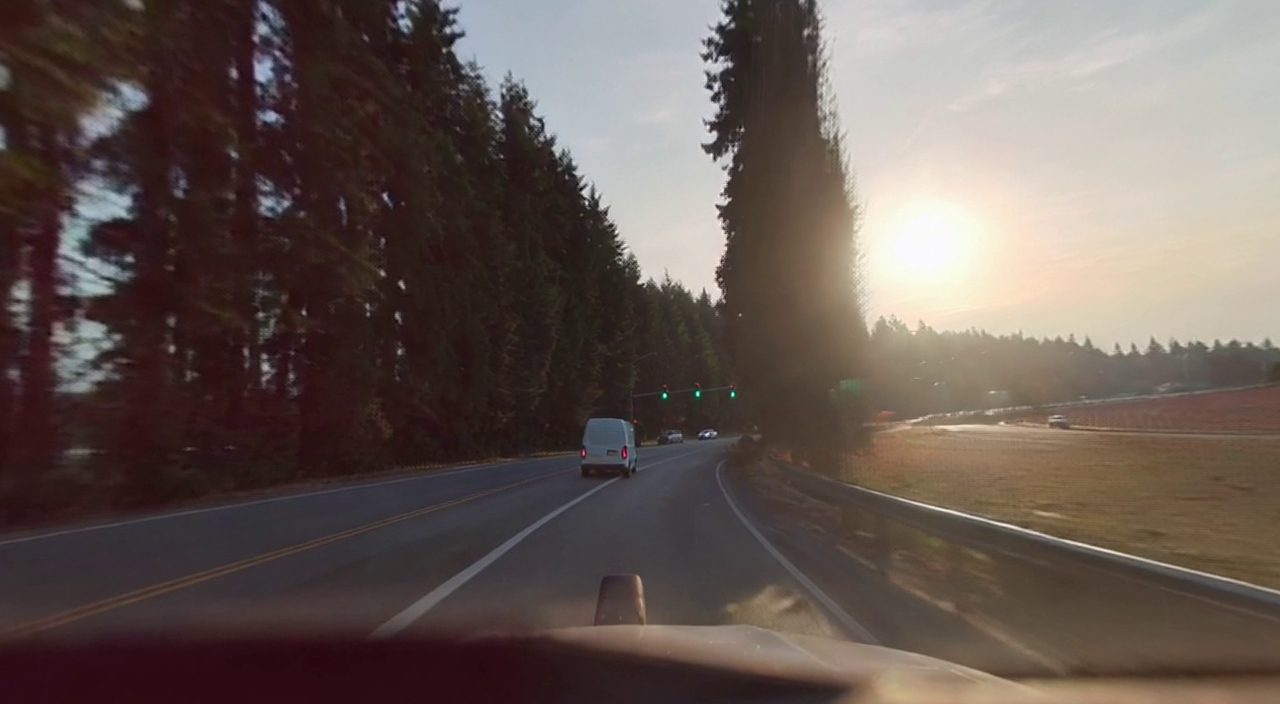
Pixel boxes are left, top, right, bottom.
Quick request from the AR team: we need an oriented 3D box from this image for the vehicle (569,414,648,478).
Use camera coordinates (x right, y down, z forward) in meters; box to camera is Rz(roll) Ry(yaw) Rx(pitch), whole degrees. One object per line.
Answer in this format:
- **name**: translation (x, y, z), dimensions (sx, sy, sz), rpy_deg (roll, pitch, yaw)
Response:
- **vehicle**: translation (-1.042, 3.590, 24.243), dimensions (2.362, 2.185, 5.212), rpy_deg (0, -8, 5)
